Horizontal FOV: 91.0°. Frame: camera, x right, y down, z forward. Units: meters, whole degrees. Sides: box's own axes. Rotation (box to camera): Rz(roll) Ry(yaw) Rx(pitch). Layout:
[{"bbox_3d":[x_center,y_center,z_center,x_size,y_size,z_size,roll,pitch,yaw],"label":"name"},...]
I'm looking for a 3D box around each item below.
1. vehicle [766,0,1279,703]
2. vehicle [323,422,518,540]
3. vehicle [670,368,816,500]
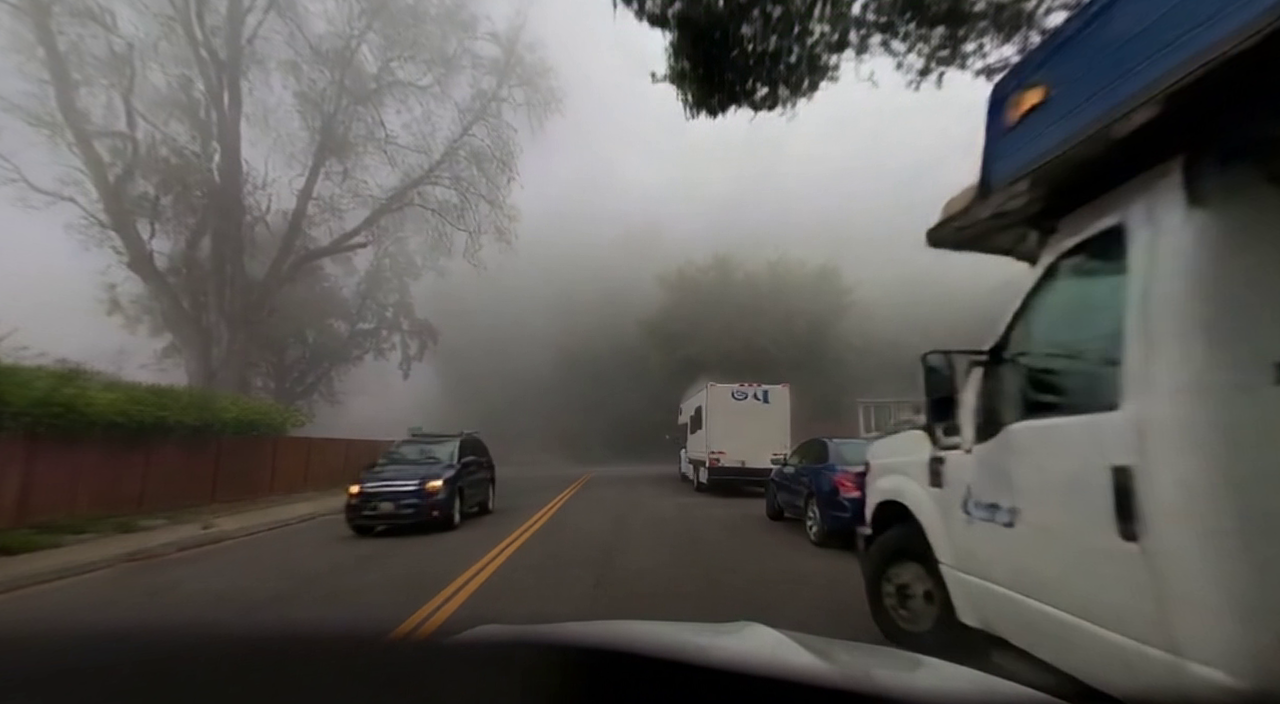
[{"bbox_3d":[3.028,-0.207,0.838,3.052,3.440,11.052,0,-8,-2],"label":"vehicle"},{"bbox_3d":[-3.752,2.282,11.781,2.194,1.763,4.288,0,-8,-2],"label":"vehicle"},{"bbox_3d":[2.733,2.654,20.032,2.915,3.243,8.972,0,-8,-1],"label":"vehicle"}]
